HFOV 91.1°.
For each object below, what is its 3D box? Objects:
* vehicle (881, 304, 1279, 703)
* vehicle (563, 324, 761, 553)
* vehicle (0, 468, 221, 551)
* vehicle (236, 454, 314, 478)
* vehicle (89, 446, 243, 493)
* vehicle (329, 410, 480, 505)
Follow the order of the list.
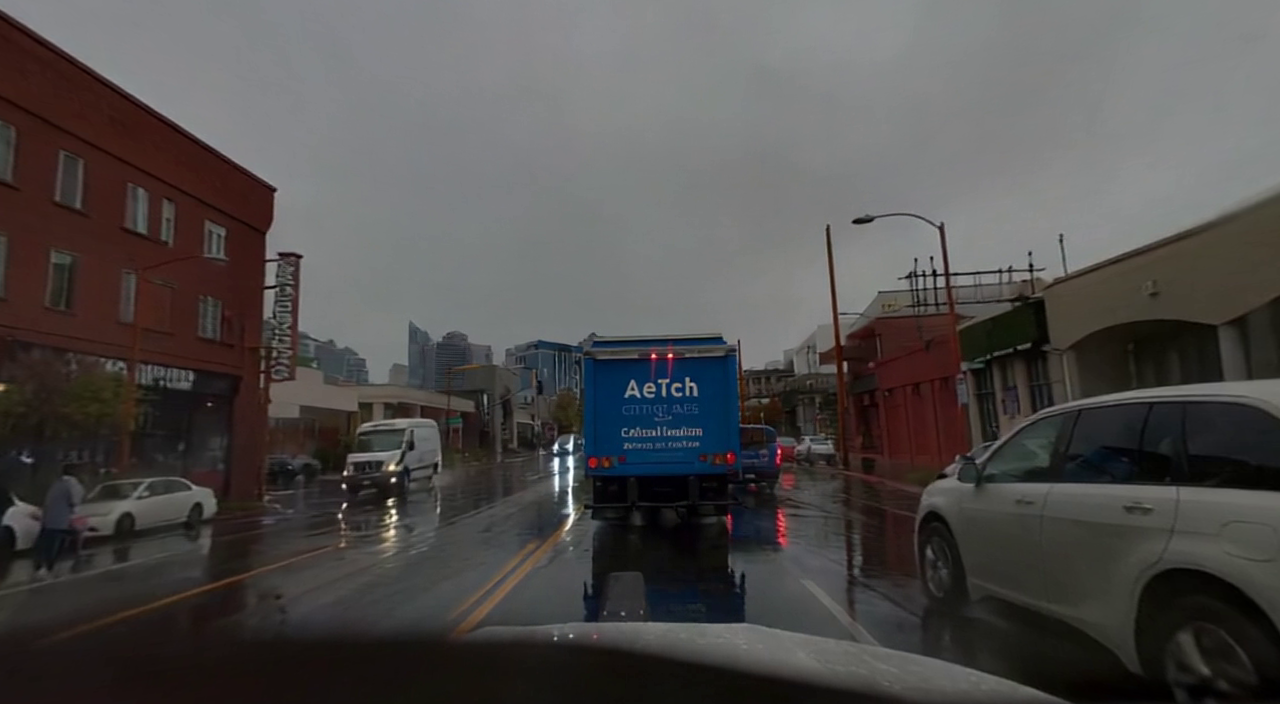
[{"bbox_3d":[3.351,0.943,3.655,2.104,1.786,4.498,0,-9,1],"label":"vehicle"},{"bbox_3d":[0.175,1.536,11.199,2.517,2.926,6.177,0,-9,-2],"label":"vehicle"},{"bbox_3d":[-13.430,3.961,16.366,1.943,1.682,4.365,0,-9,0],"label":"vehicle"},{"bbox_3d":[-27.713,8.634,47.739,4.670,1.719,1.931,0,-9,2],"label":"vehicle"},{"bbox_3d":[-21.987,5.436,29.255,5.475,2.011,2.269,-1,-8,6],"label":"vehicle"},{"bbox_3d":[-9.081,4.203,25.549,2.883,3.199,7.964,0,-9,1],"label":"vehicle"}]
